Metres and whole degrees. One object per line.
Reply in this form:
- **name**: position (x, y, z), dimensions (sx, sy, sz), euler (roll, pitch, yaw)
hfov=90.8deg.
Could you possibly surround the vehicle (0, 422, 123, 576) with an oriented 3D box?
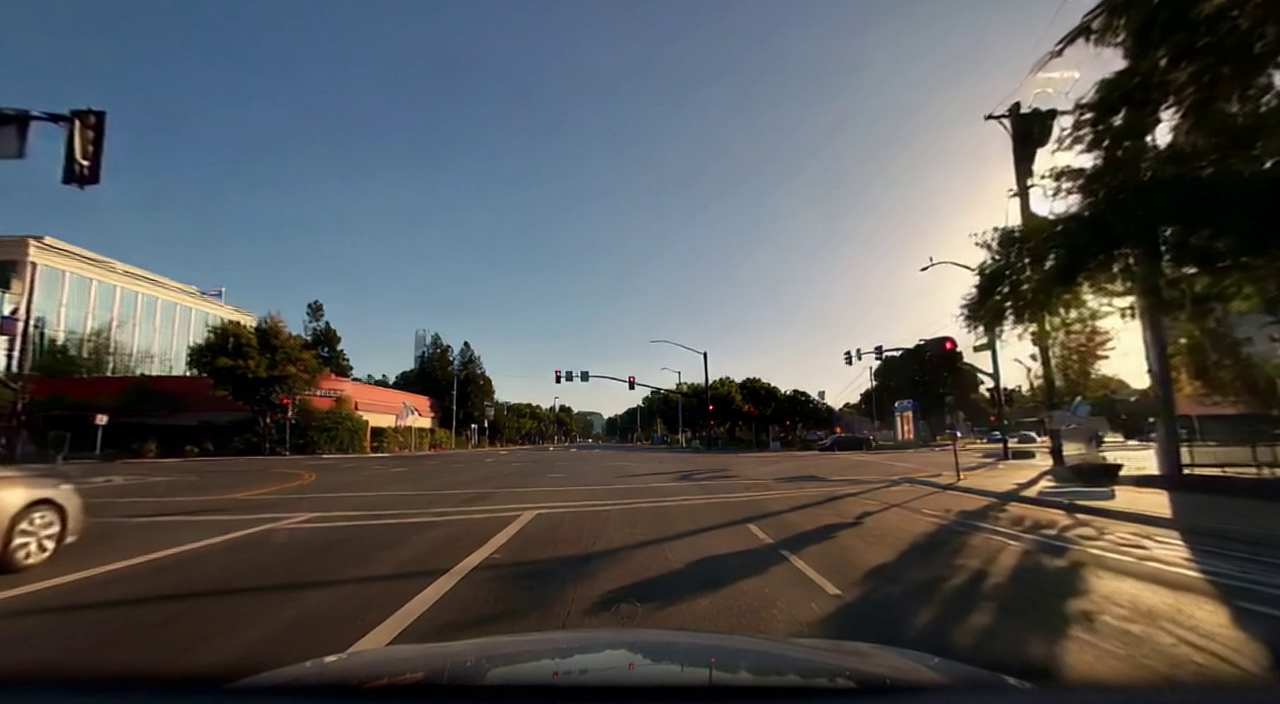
- **vehicle**: position (-7.233, 1.272, 5.041), dimensions (1.904, 1.497, 5.154), euler (0, -9, -1)
